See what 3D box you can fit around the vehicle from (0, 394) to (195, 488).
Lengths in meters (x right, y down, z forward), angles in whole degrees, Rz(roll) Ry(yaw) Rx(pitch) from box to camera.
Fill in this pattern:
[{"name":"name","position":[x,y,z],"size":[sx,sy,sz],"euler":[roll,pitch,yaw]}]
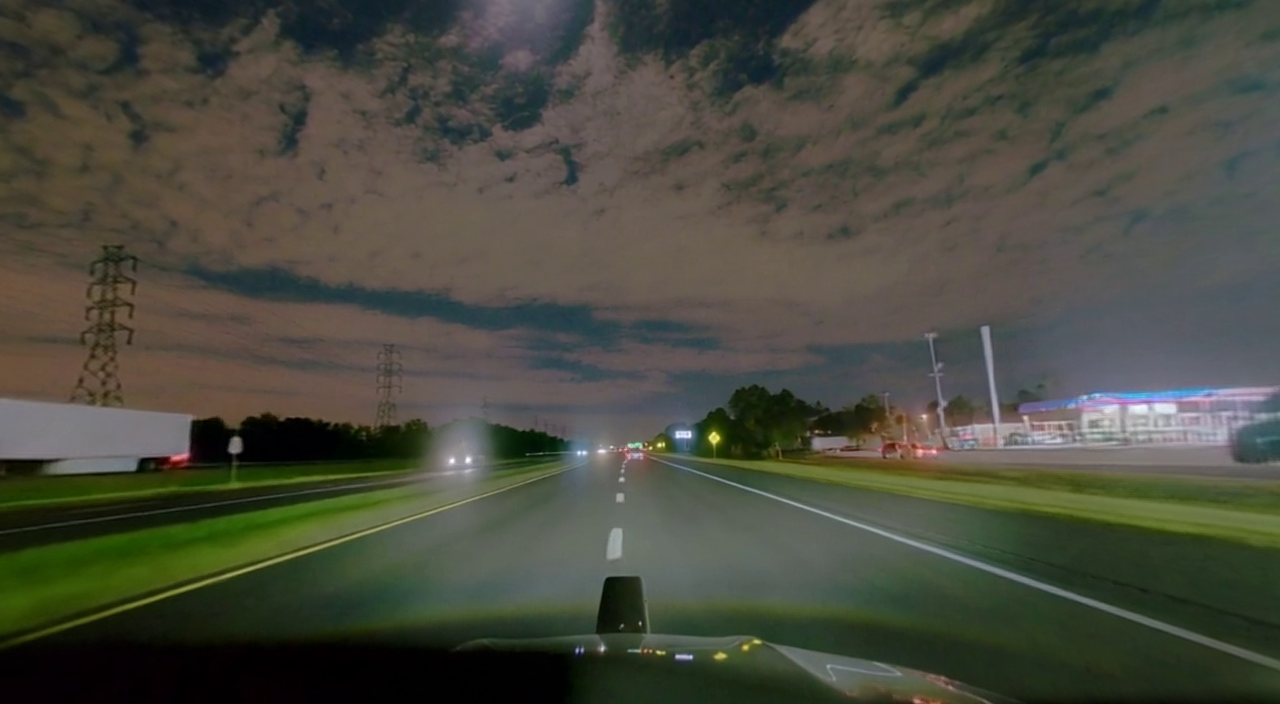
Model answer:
[{"name":"vehicle","position":[-29.370,4.560,31.979],"size":[2.875,4.046,15.435],"euler":[-2,-8,-2]}]
